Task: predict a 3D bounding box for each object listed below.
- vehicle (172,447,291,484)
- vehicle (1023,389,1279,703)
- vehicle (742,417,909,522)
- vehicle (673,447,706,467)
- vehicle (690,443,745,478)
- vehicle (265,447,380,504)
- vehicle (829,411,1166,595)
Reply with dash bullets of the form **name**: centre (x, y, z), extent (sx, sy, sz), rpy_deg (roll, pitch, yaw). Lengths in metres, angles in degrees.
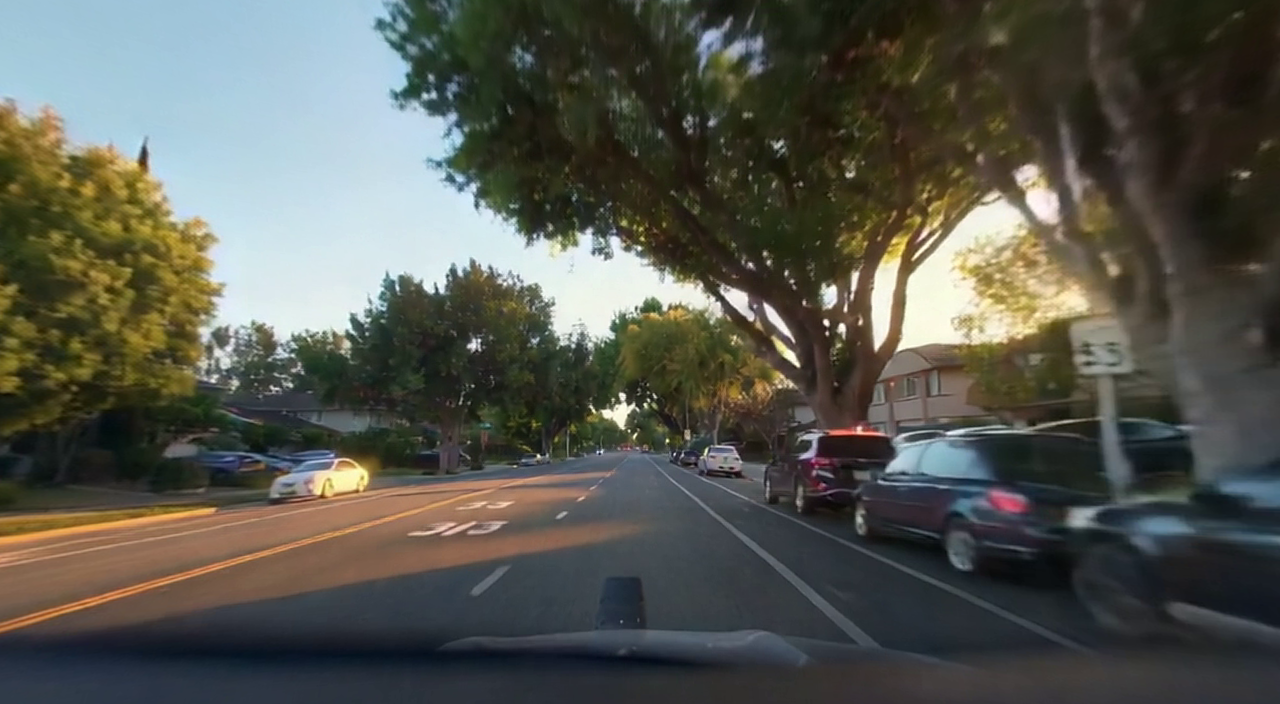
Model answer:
- **vehicle**: centre (-20.030, 5.586, 31.147), extent (4.359, 1.727, 2.029), rpy_deg (0, -9, -2)
- **vehicle**: centre (4.070, 0.967, 2.735), extent (2.007, 1.657, 4.362), rpy_deg (0, -9, -1)
- **vehicle**: centre (3.842, 2.558, 14.191), extent (2.120, 1.916, 4.836), rpy_deg (0, -9, -2)
- **vehicle**: centre (3.819, 8.267, 49.971), extent (1.997, 1.510, 4.555), rpy_deg (0, -9, -3)
- **vehicle**: centre (3.884, 5.533, 32.424), extent (1.999, 1.615, 4.513), rpy_deg (0, -9, -3)
- **vehicle**: centre (-10.993, 4.302, 22.272), extent (1.964, 1.667, 4.217), rpy_deg (-3, -10, -1)
- **vehicle**: centre (3.955, 1.719, 7.922), extent (1.834, 1.706, 3.829), rpy_deg (0, -9, -2)
